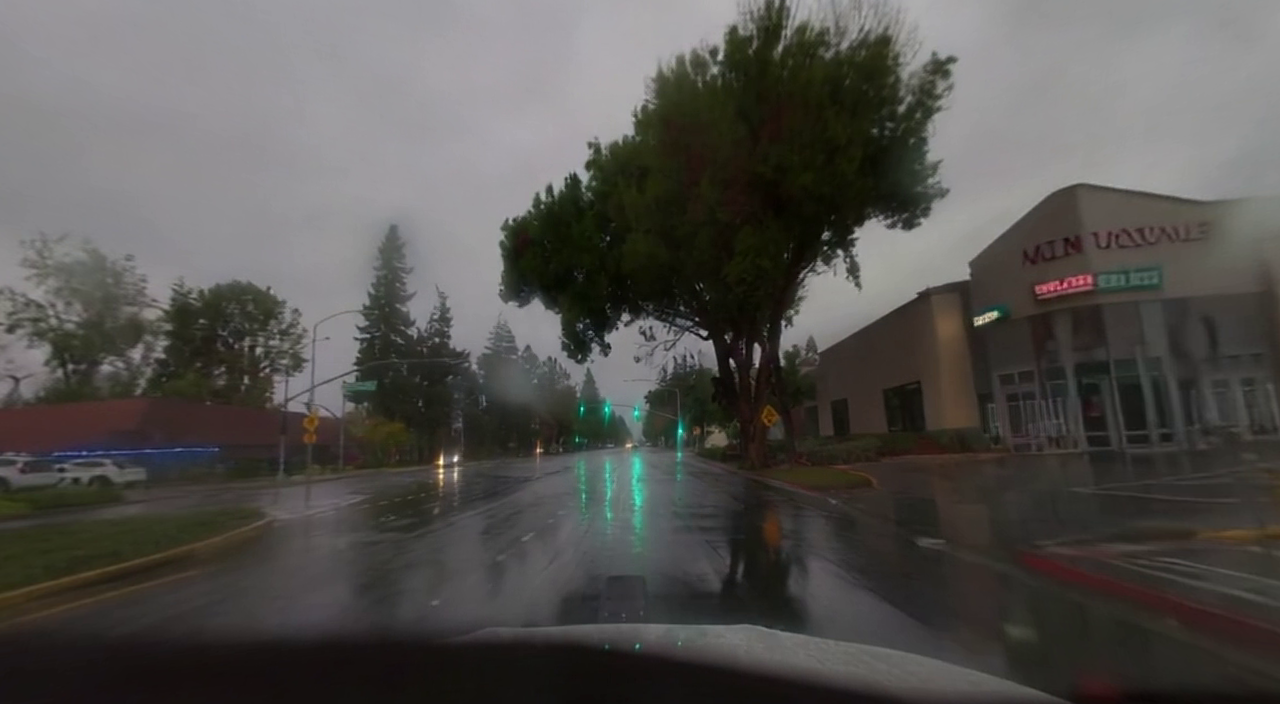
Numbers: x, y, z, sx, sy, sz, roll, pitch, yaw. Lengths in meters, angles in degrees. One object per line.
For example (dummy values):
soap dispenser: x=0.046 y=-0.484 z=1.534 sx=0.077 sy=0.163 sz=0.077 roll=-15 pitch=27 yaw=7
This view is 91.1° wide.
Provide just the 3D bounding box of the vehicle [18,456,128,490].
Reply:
vehicle: x=-27.236 y=5.809 z=30.239 sx=3.592 sy=1.501 sz=1.697 roll=0 pitch=-9 yaw=1
